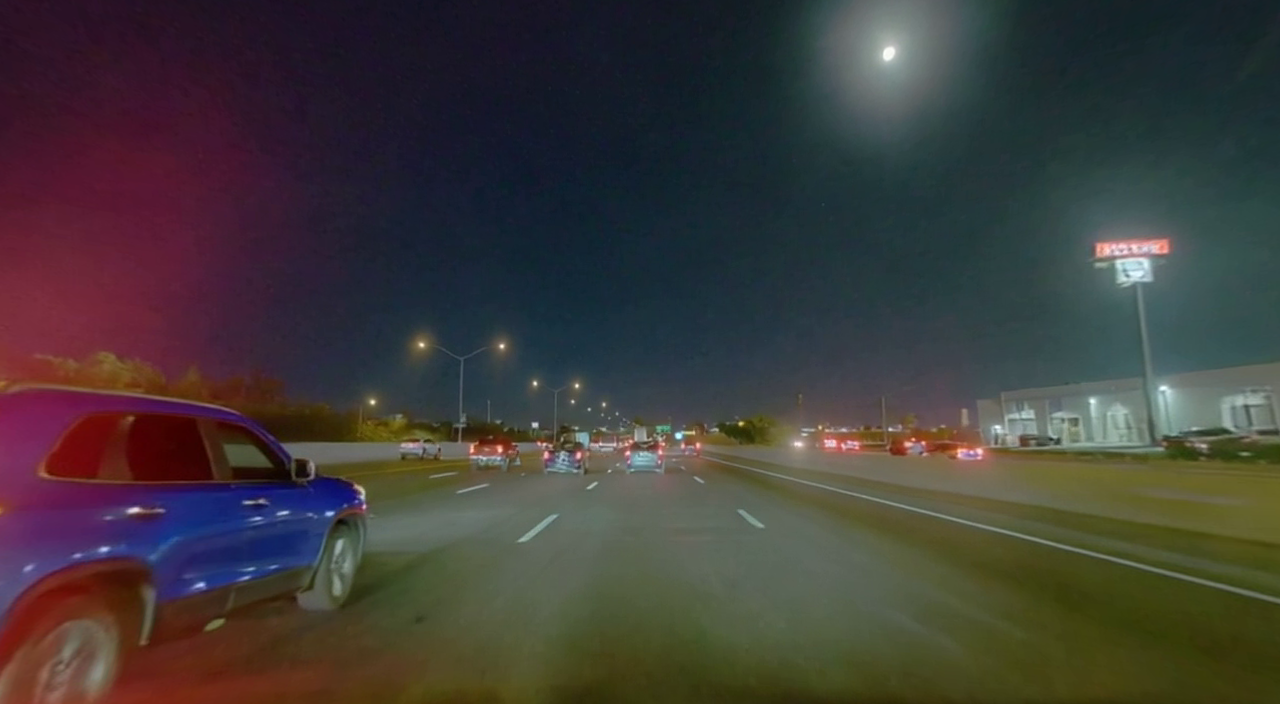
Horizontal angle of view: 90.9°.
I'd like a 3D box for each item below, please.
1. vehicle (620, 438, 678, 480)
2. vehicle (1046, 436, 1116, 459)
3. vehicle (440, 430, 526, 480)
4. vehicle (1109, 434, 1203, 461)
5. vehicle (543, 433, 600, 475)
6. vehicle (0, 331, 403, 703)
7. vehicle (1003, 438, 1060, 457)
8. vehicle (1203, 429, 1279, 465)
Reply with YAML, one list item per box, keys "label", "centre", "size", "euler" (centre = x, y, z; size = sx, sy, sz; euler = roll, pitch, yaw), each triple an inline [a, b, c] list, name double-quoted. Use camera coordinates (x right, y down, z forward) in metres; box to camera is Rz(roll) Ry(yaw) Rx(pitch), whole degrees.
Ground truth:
- label: "vehicle"
  centre: [0.338, 4.113, 24.548]
  size: [2.090, 1.474, 3.970]
  euler: [0, -8, 0]
- label: "vehicle"
  centre: [30.470, 6.604, 43.716]
  size: [1.722, 1.461, 4.302]
  euler: [0, -8, 1]
- label: "vehicle"
  centre: [-6.180, 4.130, 25.538]
  size: [2.125, 1.804, 4.864]
  euler: [0, -8, 1]
- label: "vehicle"
  centre: [30.433, 5.664, 37.410]
  size: [1.838, 1.491, 4.554]
  euler: [0, -8, 2]
- label: "vehicle"
  centre: [-2.959, 4.498, 28.048]
  size: [2.007, 1.730, 4.412]
  euler: [0, -8, 0]
- label: "vehicle"
  centre: [-3.232, 0.985, 3.631]
  size: [1.961, 1.687, 4.453]
  euler: [0, -8, 0]
- label: "vehicle"
  centre: [30.551, 7.492, 49.388]
  size: [1.598, 1.384, 4.580]
  euler: [0, -8, 1]
- label: "vehicle"
  centre: [30.334, 4.633, 30.692]
  size: [1.843, 1.626, 4.378]
  euler: [0, -8, 1]
